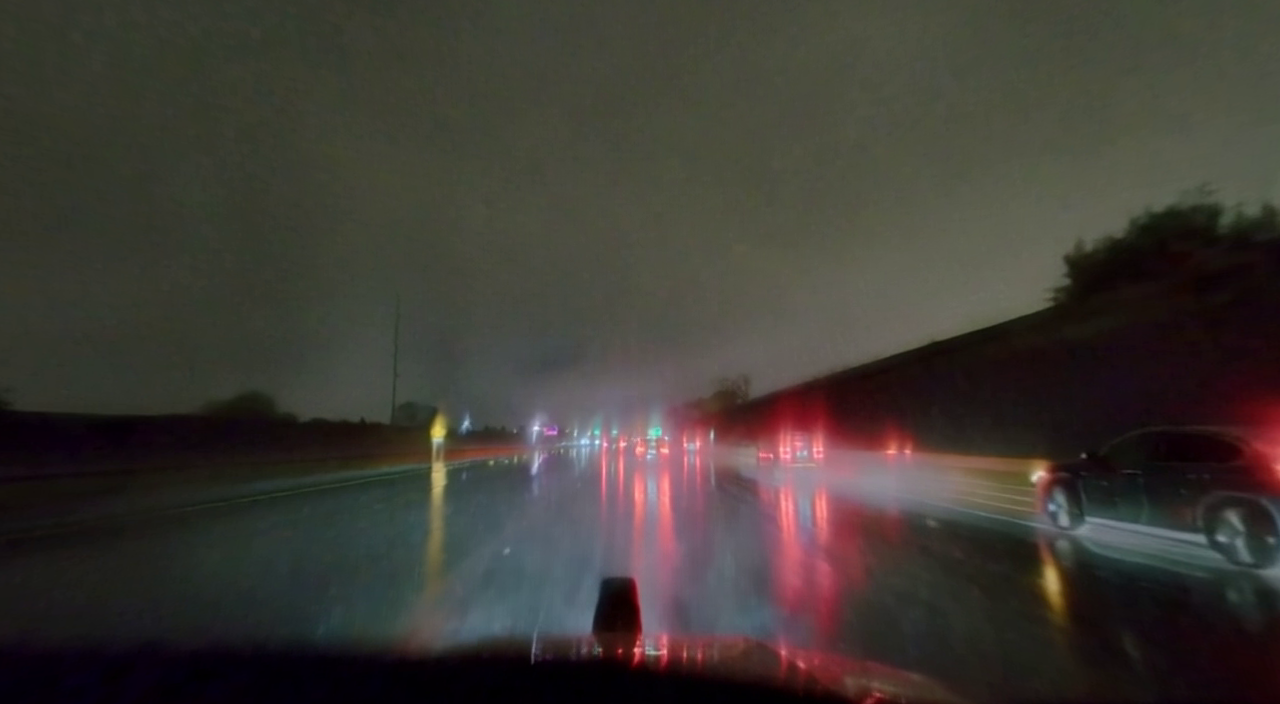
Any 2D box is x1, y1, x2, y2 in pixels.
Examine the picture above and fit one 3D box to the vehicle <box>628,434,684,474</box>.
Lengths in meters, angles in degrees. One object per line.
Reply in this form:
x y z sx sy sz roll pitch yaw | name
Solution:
0.544 3.977 24.821 2.046 1.467 3.844 0 -8 -1 | vehicle
